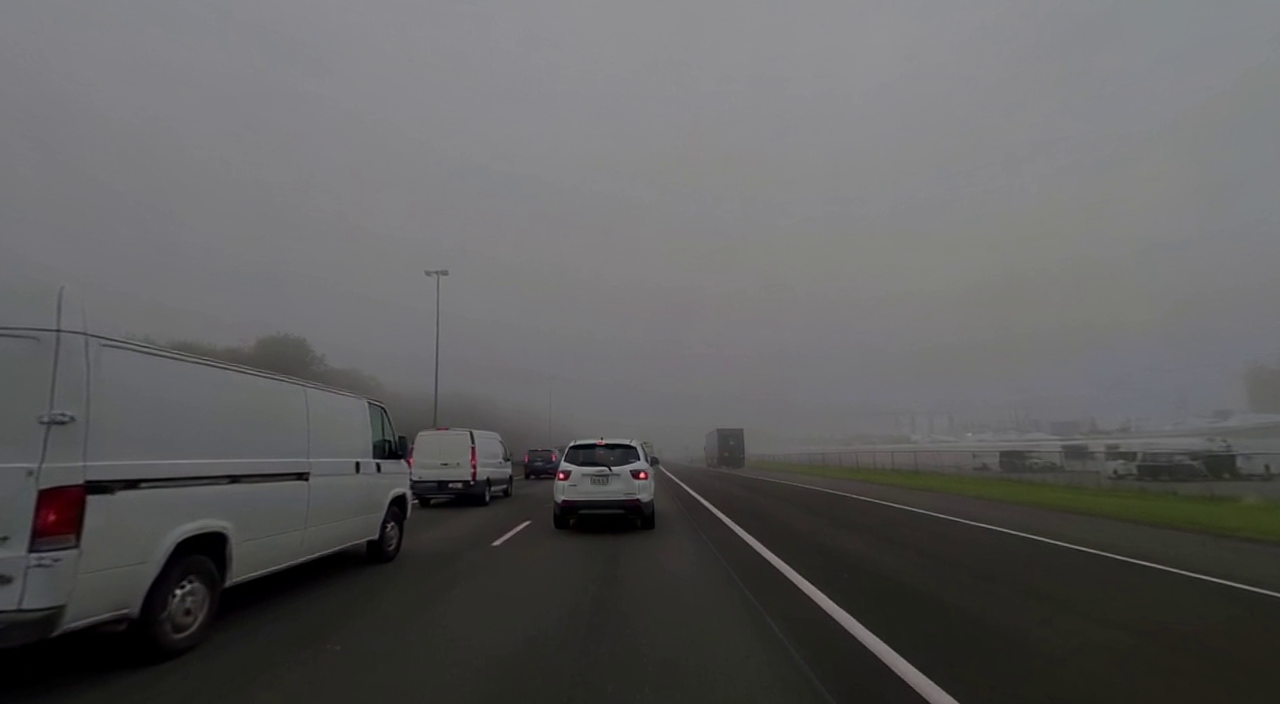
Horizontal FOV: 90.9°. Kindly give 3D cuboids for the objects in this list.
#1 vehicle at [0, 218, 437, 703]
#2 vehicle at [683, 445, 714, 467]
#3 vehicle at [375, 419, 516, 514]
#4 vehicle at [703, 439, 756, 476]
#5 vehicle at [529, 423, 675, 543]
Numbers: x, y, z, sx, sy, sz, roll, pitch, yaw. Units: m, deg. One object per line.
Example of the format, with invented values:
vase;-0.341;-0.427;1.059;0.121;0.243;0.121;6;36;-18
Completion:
vehicle;-4.433;1.083;6.682;2.248;2.626;6.837;0;-9;0
vehicle;4.239;7.620;46.218;1.874;1.512;3.723;0;-9;-1
vehicle;-4.568;2.777;15.644;2.043;1.987;4.486;0;-9;0
vehicle;4.421;5.298;31.801;2.003;1.754;4.134;0;-9;-1
vehicle;-0.563;2.184;11.027;2.093;1.695;3.782;0;-9;-1
